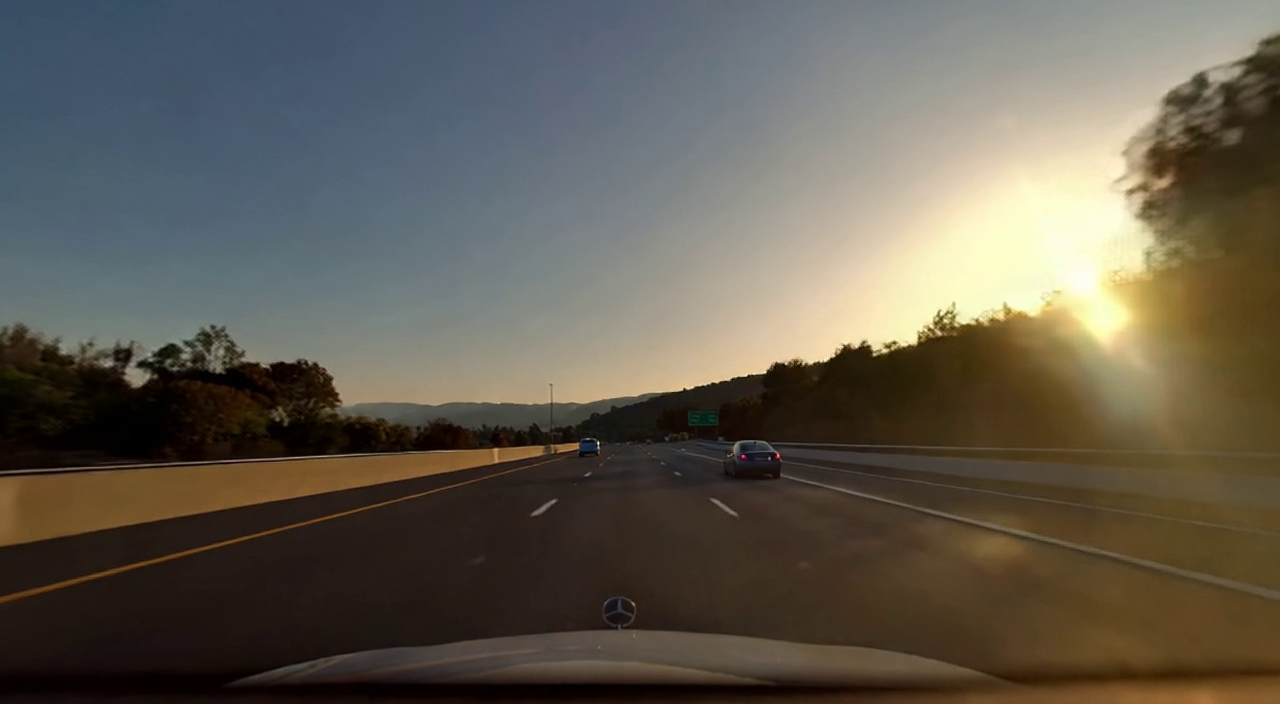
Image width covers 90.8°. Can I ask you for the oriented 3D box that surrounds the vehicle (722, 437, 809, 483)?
[{"bbox_3d":[4.299,3.790,22.459,2.060,1.485,4.274,0,-9,-2],"label":"vehicle"}]
